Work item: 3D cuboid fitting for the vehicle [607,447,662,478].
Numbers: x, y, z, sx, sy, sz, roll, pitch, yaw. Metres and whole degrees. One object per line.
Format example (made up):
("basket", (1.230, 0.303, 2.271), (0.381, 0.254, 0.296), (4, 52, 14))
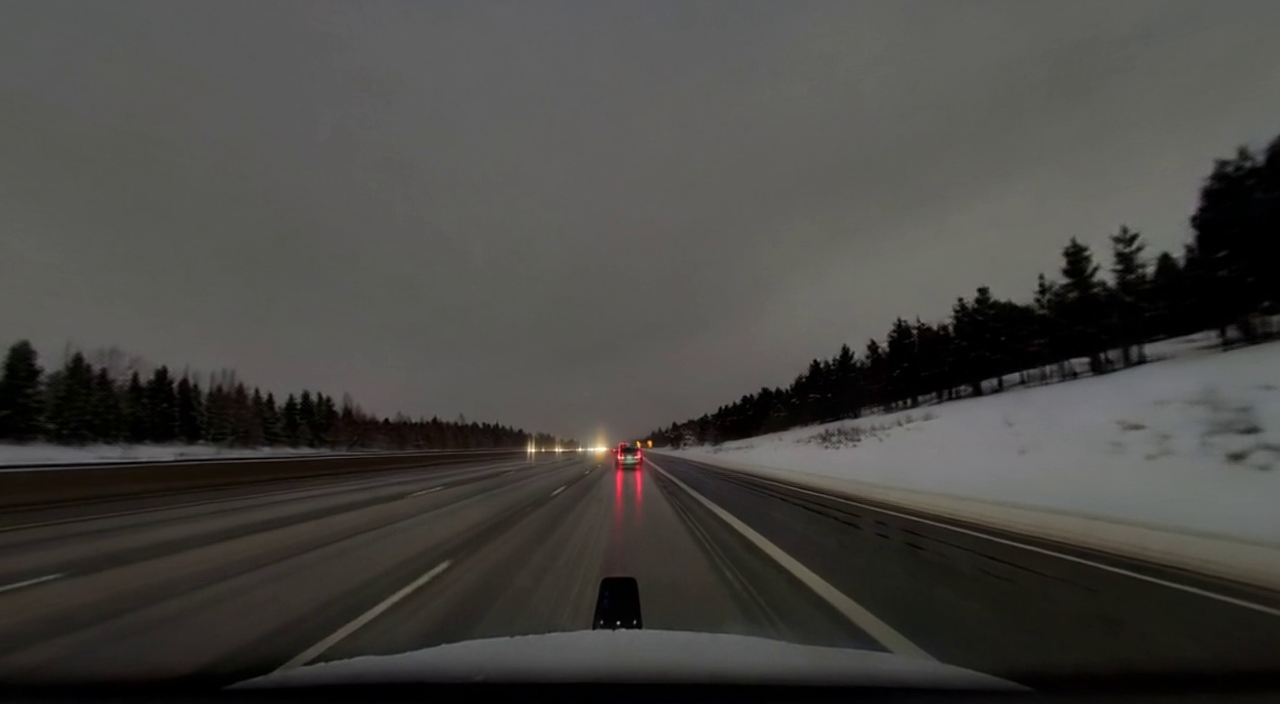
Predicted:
("vehicle", (-0.347, 5.307, 30.568), (2.398, 1.336, 5.698), (0, -9, -2))
